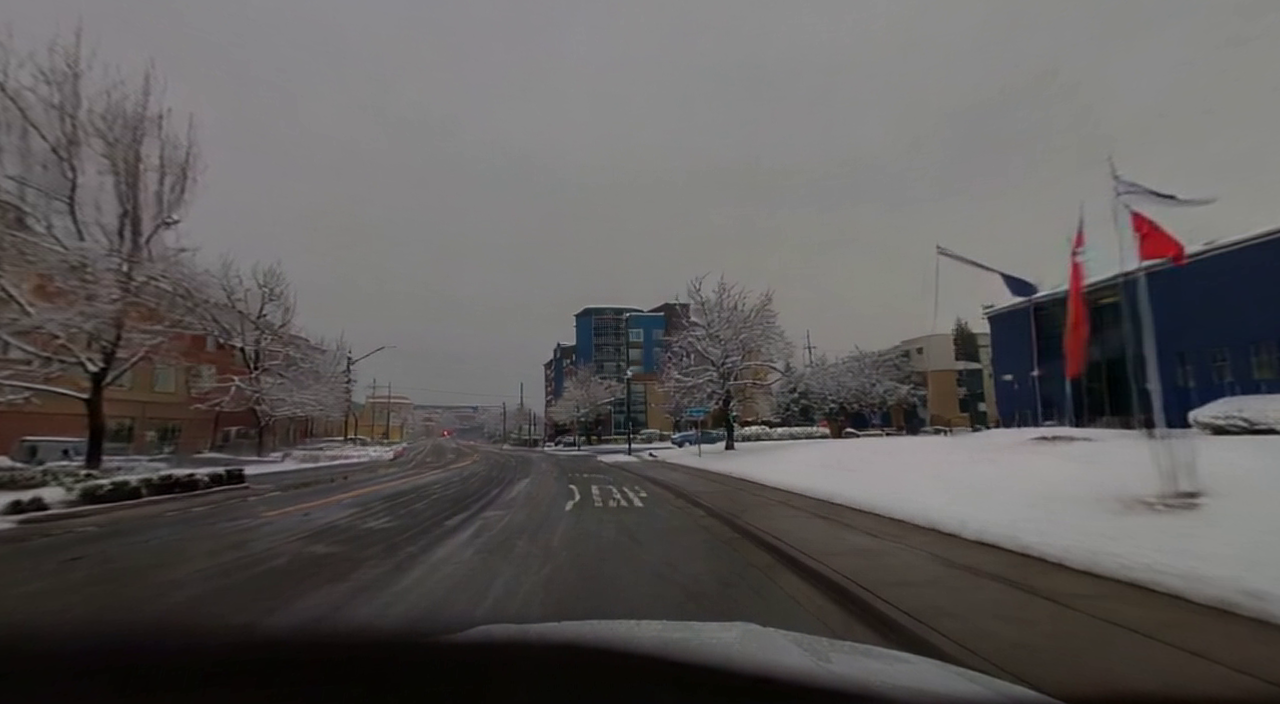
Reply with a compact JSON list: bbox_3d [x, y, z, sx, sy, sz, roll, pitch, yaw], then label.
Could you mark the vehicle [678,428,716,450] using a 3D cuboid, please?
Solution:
[{"bbox_3d":[4.284,6.646,47.911,1.769,1.516,3.520,0,-9,-14],"label":"vehicle"}]
